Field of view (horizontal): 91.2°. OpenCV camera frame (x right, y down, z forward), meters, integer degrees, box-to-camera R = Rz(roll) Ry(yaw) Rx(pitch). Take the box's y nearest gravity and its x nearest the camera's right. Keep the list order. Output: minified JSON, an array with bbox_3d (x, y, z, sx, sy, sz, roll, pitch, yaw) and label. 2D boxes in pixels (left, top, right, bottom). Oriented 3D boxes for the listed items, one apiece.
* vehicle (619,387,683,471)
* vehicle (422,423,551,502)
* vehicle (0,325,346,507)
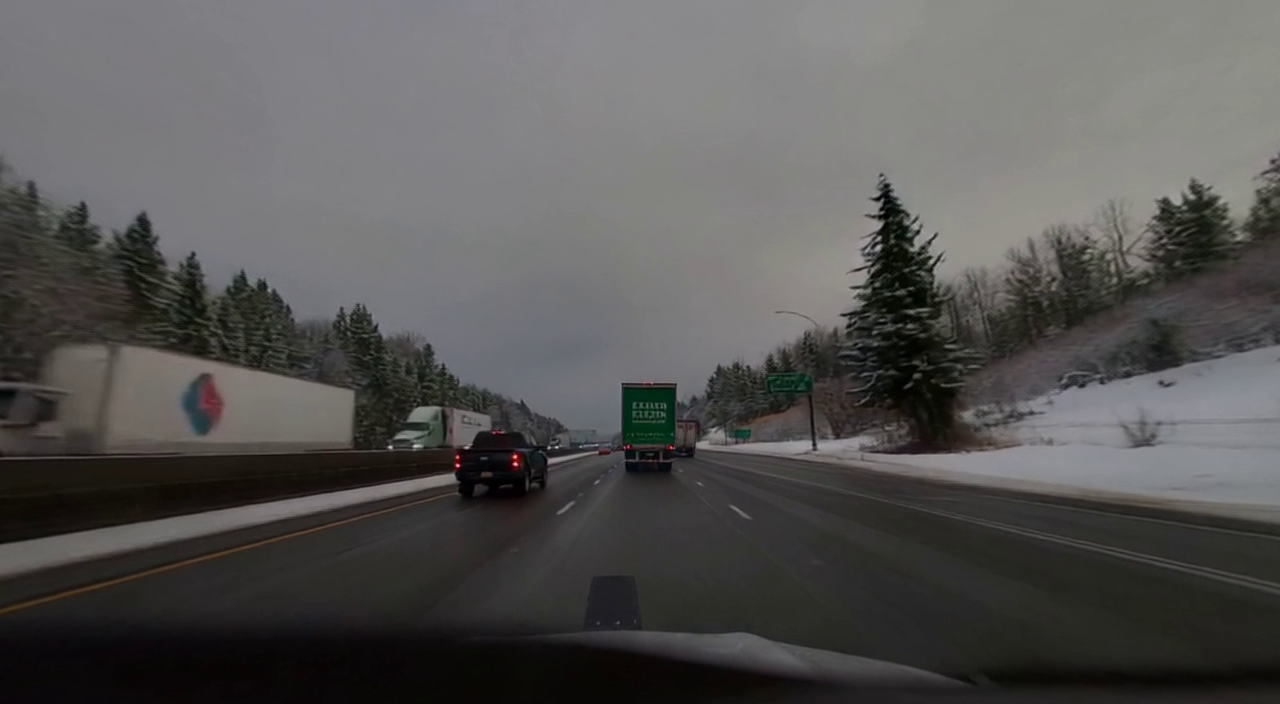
[{"bbox_3d":[0.506,4.518,35.716,3.057,4.073,10.792,0,-9,0],"label":"vehicle"},{"bbox_3d":[-3.677,2.765,16.044,2.097,1.711,4.594,0,-9,1],"label":"vehicle"},{"bbox_3d":[-15.808,2.648,22.871,3.300,4.600,14.107,0,-9,0],"label":"vehicle"}]
